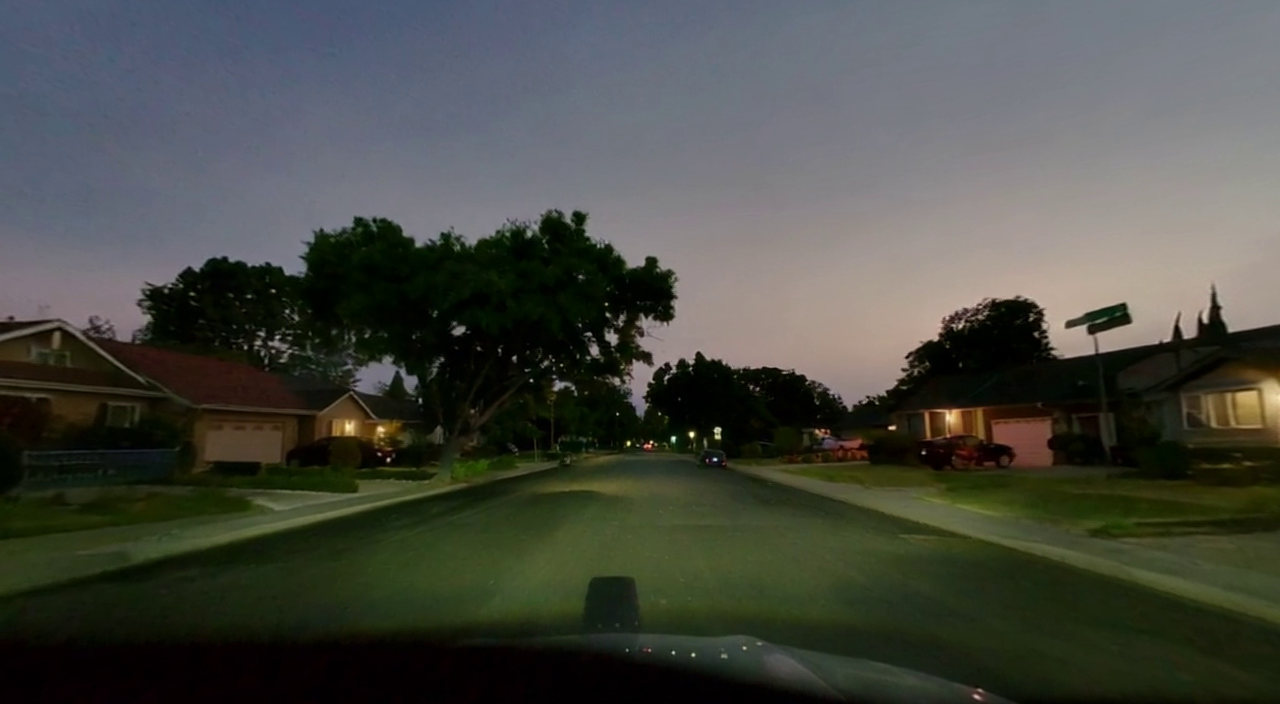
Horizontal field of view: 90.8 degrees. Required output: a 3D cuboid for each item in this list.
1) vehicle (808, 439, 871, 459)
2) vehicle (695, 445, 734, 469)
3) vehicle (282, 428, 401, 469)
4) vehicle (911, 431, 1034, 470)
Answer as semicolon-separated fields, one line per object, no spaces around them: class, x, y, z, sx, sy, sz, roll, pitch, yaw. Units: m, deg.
vehicle;15.102;7.329;47.814;4.517;1.482;1.994;5;-10;-30
vehicle;4.723;6.695;40.562;1.893;1.454;4.219;0;-8;-1
vehicle;-15.231;4.979;32.380;5.003;1.805;2.041;10;-12;-37
vehicle;14.372;4.224;27.430;4.391;1.555;1.953;1;-7;-11
